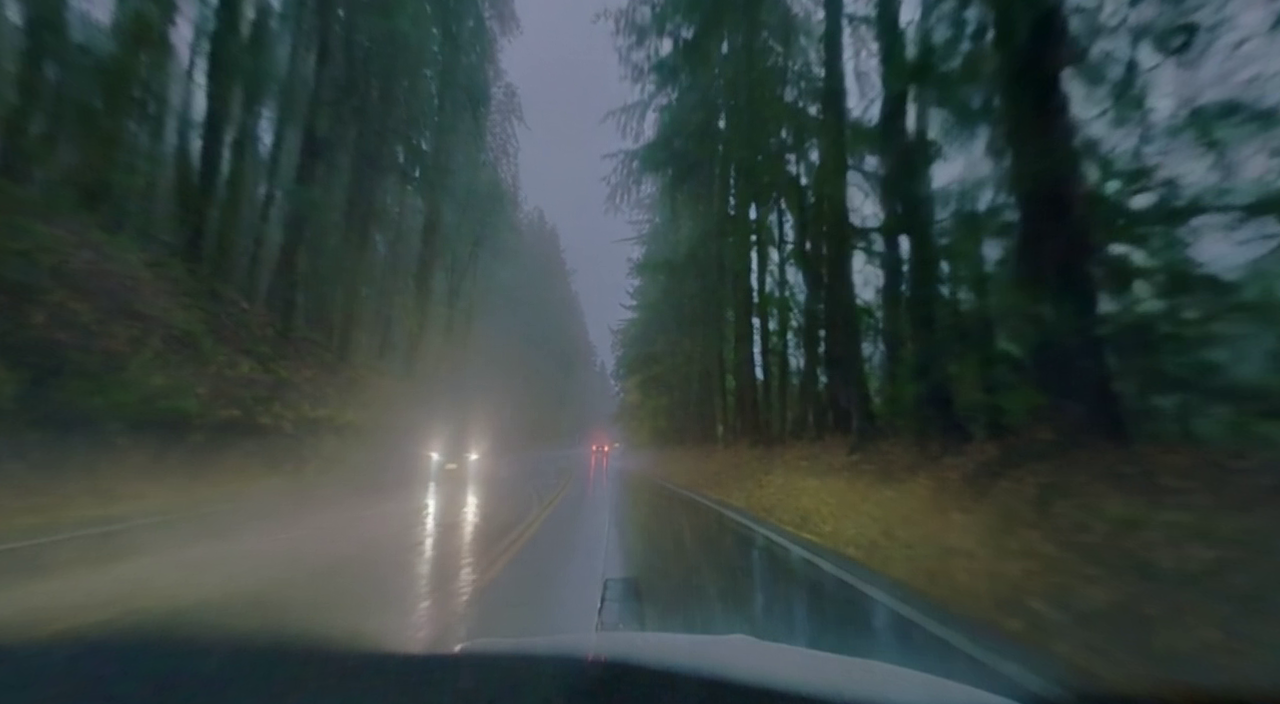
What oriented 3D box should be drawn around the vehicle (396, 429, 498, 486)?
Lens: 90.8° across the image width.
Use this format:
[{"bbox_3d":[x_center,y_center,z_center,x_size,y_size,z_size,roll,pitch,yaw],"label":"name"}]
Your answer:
[{"bbox_3d":[-6.510,3.626,21.933,2.318,1.754,4.328,0,-9,-2],"label":"vehicle"}]
